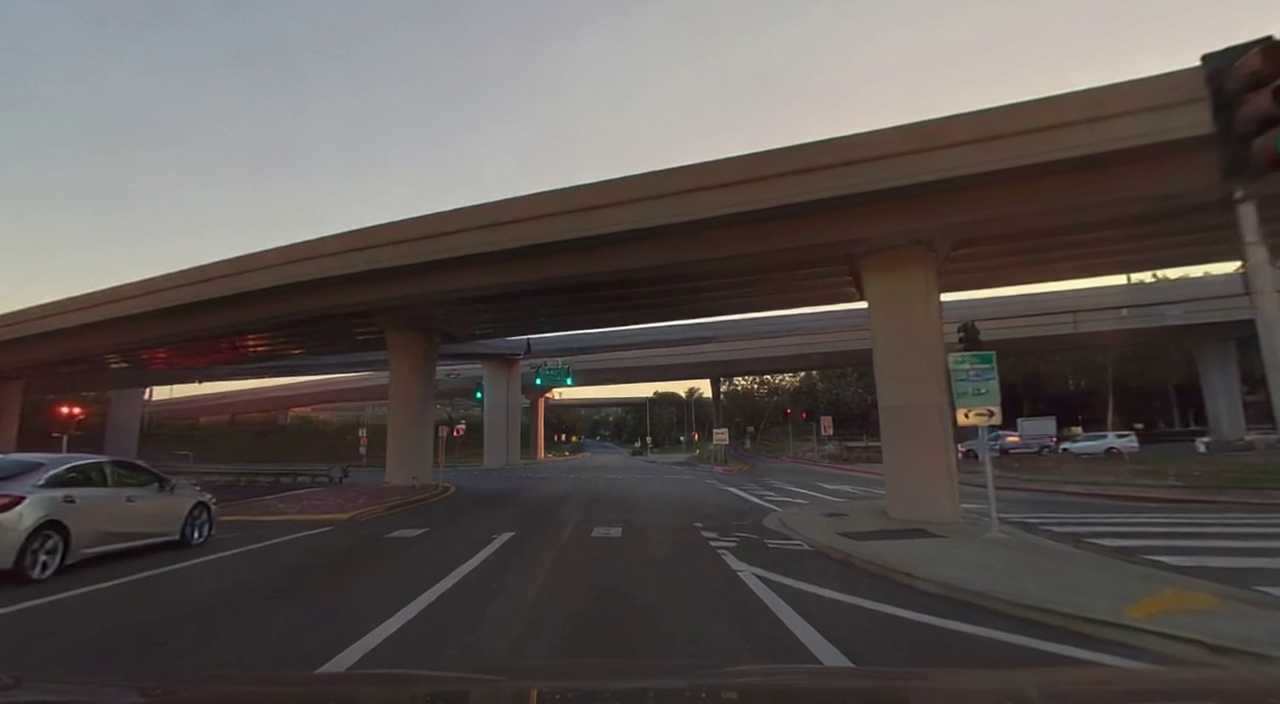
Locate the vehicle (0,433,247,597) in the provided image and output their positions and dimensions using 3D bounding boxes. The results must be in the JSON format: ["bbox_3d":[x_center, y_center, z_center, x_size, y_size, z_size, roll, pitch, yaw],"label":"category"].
[{"bbox_3d":[-7.691,1.974,8.497,2.108,1.670,4.235,0,-8,-2],"label":"vehicle"}]
